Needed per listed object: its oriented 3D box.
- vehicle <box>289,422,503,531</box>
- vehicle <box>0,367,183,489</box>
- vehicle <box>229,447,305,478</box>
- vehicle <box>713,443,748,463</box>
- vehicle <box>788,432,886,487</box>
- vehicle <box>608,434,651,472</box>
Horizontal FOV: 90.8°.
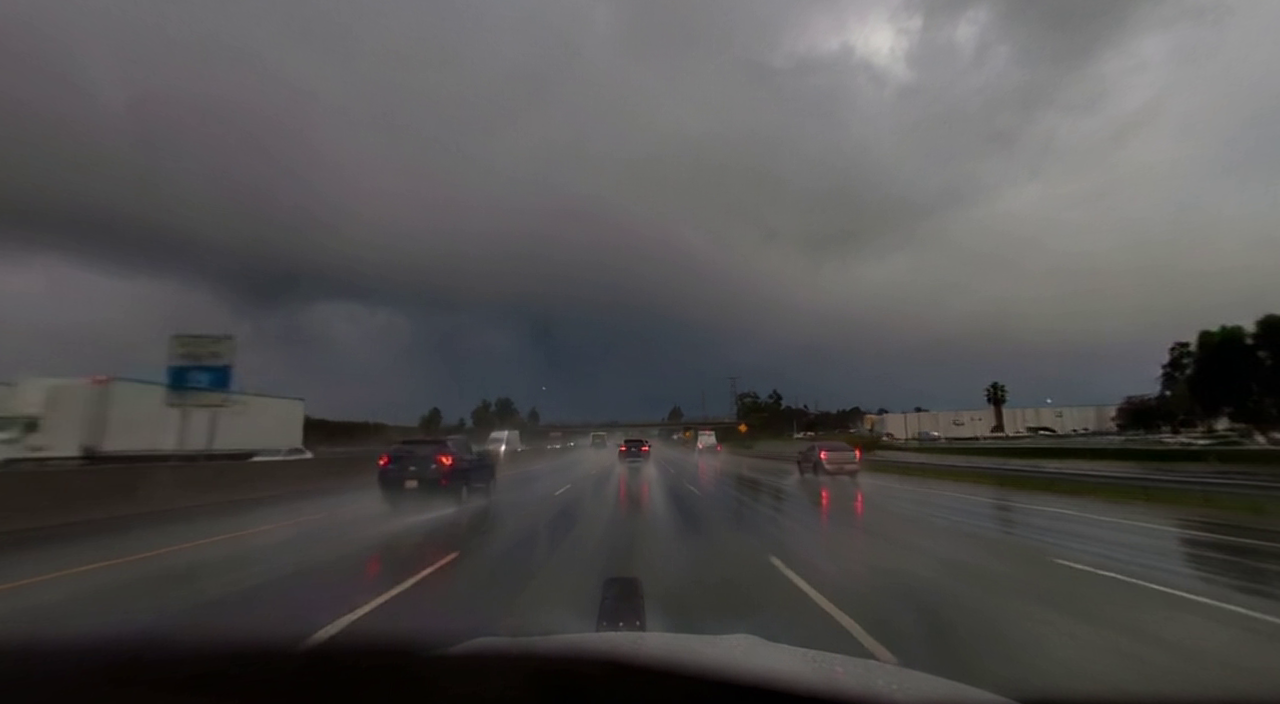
[{"bbox_3d":[-4.200,2.238,11.929,2.126,1.631,4.643,0,-9,1],"label":"vehicle"},{"bbox_3d":[-21.369,2.913,23.264,2.997,3.767,7.799,0,-9,0],"label":"vehicle"},{"bbox_3d":[-17.453,5.170,29.716,1.540,1.346,3.266,0,-9,0],"label":"vehicle"},{"bbox_3d":[6.672,7.494,46.909,1.879,1.428,4.402,0,-9,-1],"label":"vehicle"},{"bbox_3d":[6.551,3.617,21.560,1.944,1.666,4.184,0,-9,-1],"label":"vehicle"},{"bbox_3d":[-0.460,5.091,31.924,2.002,1.759,4.658,0,-9,0],"label":"vehicle"}]
